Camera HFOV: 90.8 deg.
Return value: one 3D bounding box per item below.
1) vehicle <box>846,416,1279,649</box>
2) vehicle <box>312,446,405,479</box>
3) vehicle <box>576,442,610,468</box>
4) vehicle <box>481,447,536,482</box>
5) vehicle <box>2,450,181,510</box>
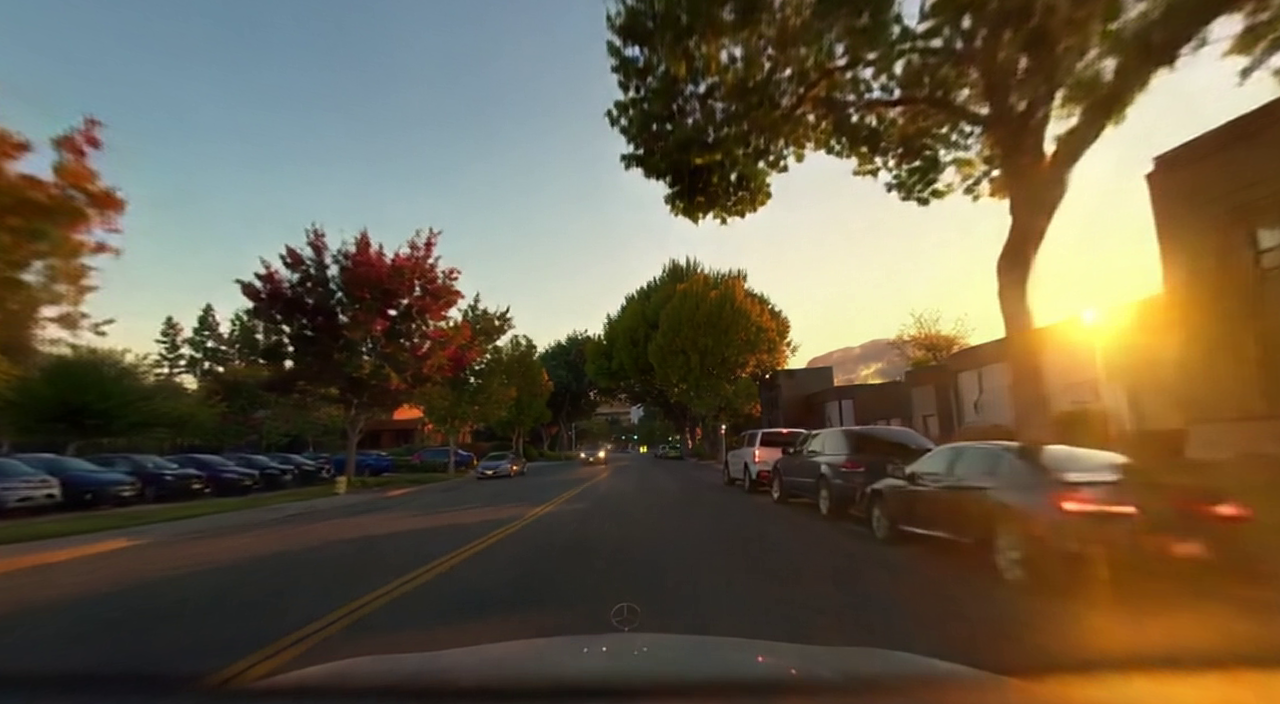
[{"bbox_3d":[4.157,1.599,6.926,1.952,1.538,5.215,0,-8,-1],"label":"vehicle"},{"bbox_3d":[-15.248,5.948,34.208,4.696,1.681,1.905,-4,-9,25],"label":"vehicle"},{"bbox_3d":[-3.342,7.423,45.698,2.088,1.772,4.375,-1,-8,1],"label":"vehicle"},{"bbox_3d":[-6.750,5.798,32.892,1.928,1.537,4.439,-4,-8,-1],"label":"vehicle"},{"bbox_3d":[-15.524,3.561,17.916,4.179,1.489,1.901,-3,-9,20],"label":"vehicle"}]
